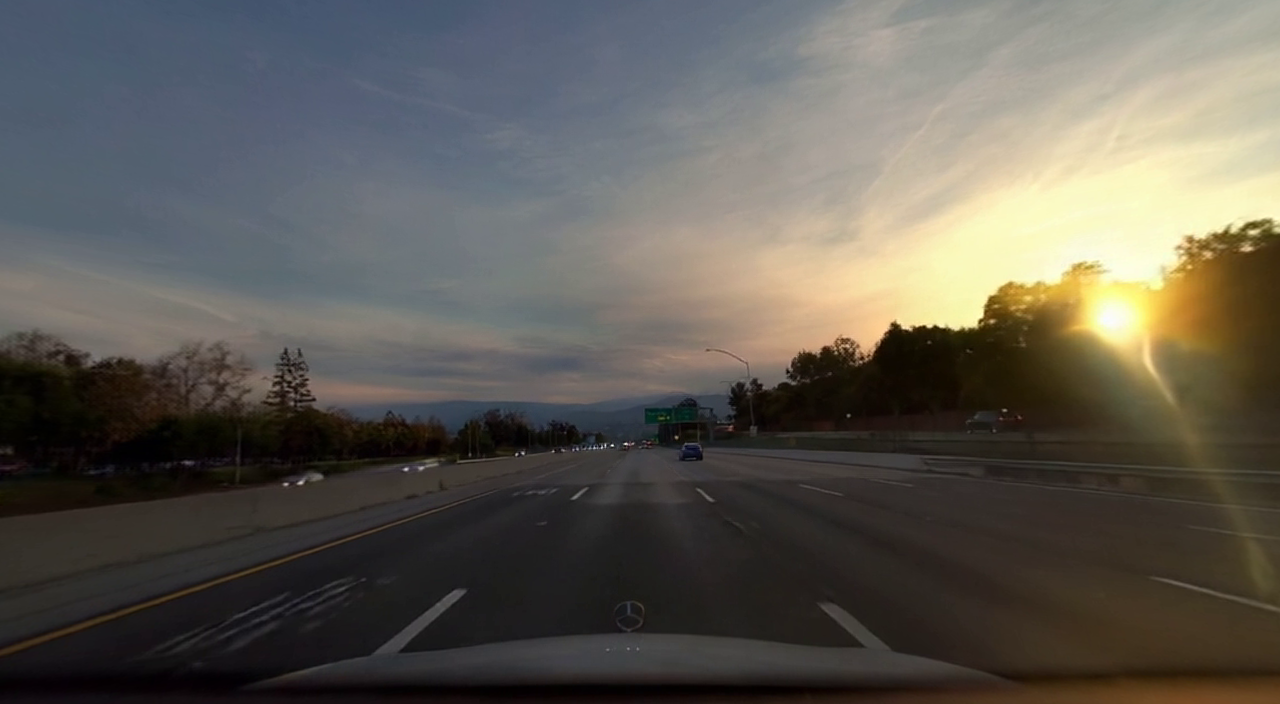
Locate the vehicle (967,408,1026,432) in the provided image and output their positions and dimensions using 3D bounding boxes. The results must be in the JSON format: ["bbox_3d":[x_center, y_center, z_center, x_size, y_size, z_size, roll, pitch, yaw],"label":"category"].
[{"bbox_3d":[26.230,5.055,46.556,1.887,1.537,3.996,0,-8,-2],"label":"vehicle"}]

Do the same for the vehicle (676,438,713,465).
[{"bbox_3d":[3.780,6.962,44.325,2.099,1.748,4.331,0,-8,-2],"label":"vehicle"}]
